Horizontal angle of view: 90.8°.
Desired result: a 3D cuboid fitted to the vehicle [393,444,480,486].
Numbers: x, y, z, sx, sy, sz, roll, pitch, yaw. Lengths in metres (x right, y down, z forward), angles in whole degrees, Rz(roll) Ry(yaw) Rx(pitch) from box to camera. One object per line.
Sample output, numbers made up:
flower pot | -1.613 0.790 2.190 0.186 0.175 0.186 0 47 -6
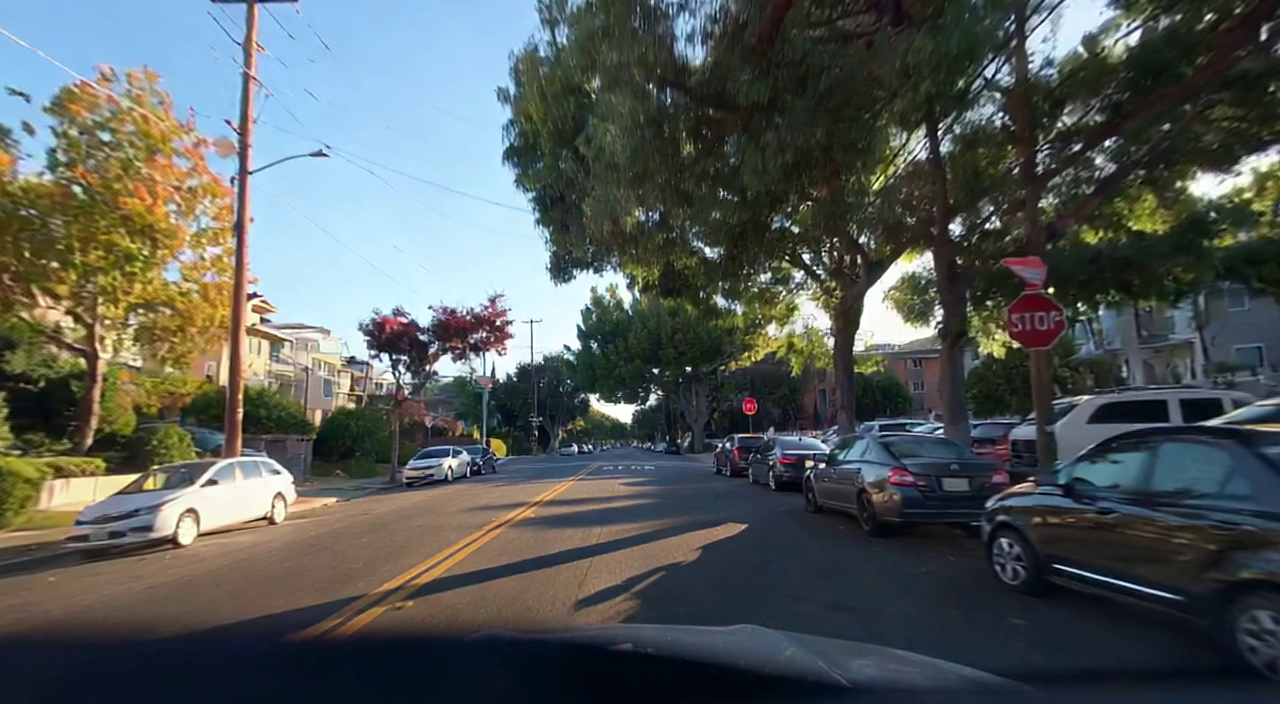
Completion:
vehicle | -7.918 4.418 25.105 1.904 1.488 4.600 0 -8 0

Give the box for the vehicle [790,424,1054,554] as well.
vehicle | 4.034 2.026 10.117 2.133 1.586 4.498 0 -8 0

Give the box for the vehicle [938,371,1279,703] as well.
vehicle | 4.127 1.160 4.502 1.918 1.713 4.275 0 -8 0

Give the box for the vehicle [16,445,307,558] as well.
vehicle | -7.876 2.432 11.021 1.962 1.568 3.939 0 -8 0
